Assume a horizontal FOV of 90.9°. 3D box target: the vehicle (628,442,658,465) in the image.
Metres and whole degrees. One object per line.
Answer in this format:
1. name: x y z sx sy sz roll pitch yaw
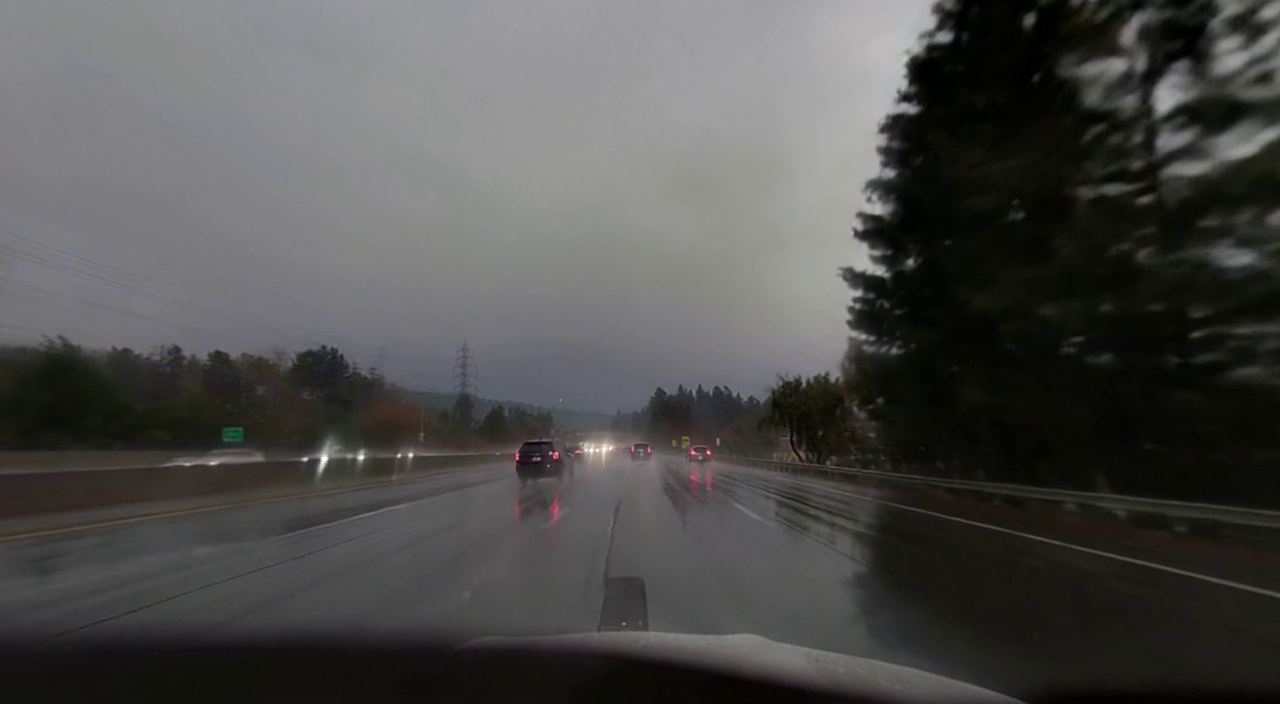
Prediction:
1. vehicle: 0.247 7.721 47.941 2.156 1.647 3.987 0 -8 0

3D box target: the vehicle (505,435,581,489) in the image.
1. vehicle: -3.290 3.810 22.198 1.961 1.704 4.052 0 -8 1

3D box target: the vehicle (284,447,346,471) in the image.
1. vehicle: -21.907 7.193 42.724 1.829 1.515 4.325 0 -8 0

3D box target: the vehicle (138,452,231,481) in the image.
1. vehicle: -25.422 6.376 35.433 1.903 1.461 4.454 0 -8 0

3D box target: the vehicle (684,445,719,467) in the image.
1. vehicle: 4.254 7.283 44.380 1.964 1.479 4.252 0 -8 -1
